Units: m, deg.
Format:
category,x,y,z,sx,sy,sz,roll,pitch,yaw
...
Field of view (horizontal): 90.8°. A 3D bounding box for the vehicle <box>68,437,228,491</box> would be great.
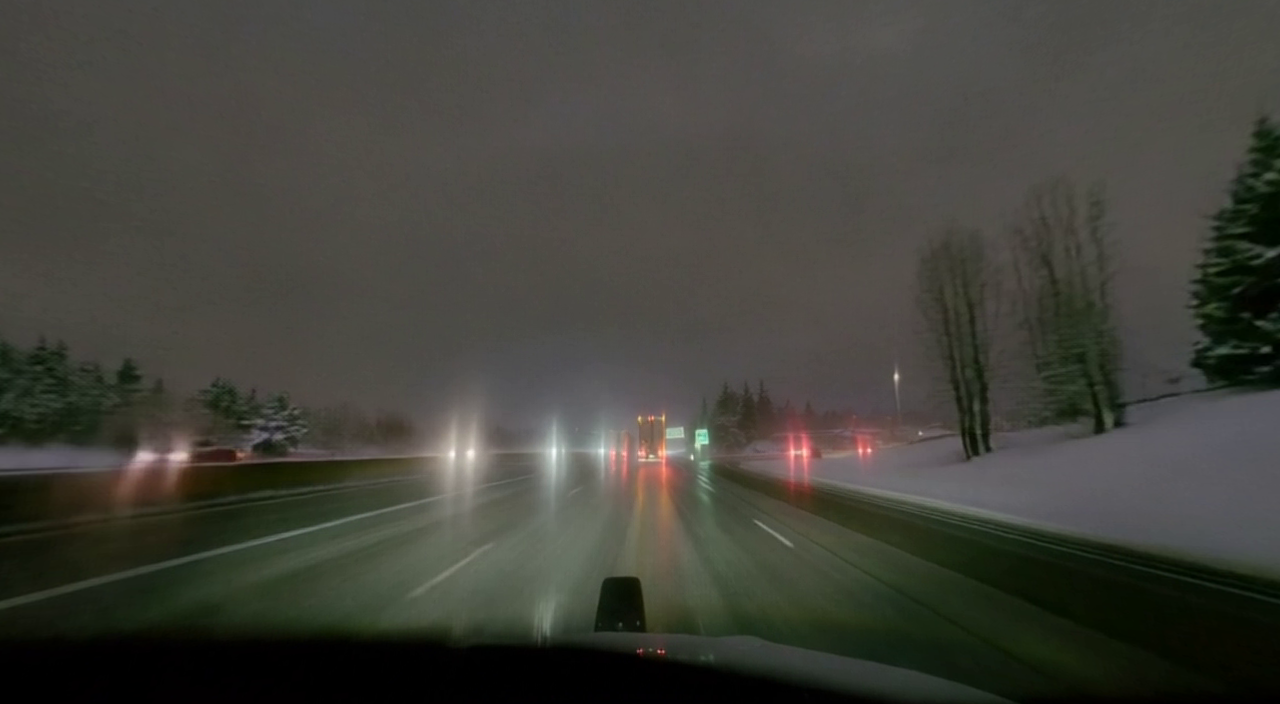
category,x,y,z,sx,sy,sz,roll,pitch,yaw
vehicle,-22.833,5.232,29.779,2.376,2.238,6.235,-1,-9,1
